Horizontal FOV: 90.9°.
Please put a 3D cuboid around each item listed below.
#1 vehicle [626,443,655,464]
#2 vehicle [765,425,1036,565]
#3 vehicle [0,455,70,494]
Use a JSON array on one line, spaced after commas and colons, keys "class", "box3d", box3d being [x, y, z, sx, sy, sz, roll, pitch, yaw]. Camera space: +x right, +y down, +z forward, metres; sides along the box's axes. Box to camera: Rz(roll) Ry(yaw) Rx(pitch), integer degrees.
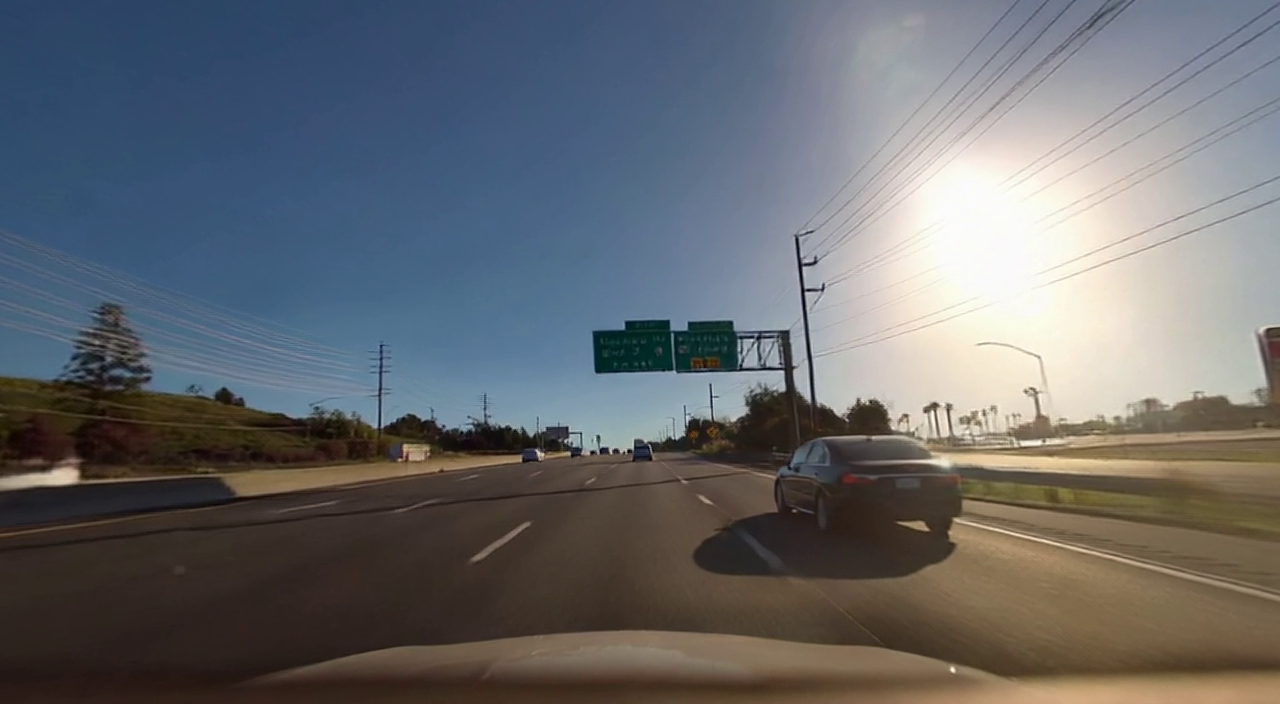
[{"class": "vehicle", "box3d": [0.010, 7.503, 46.894, 2.036, 1.474, 3.969, 0, -8, 0]}, {"class": "vehicle", "box3d": [3.351, 1.928, 9.295, 2.060, 1.526, 4.387, 0, -8, -1]}, {"class": "vehicle", "box3d": [-24.291, 4.710, 24.312, 1.464, 1.356, 3.299, -1, -8, 2]}]
